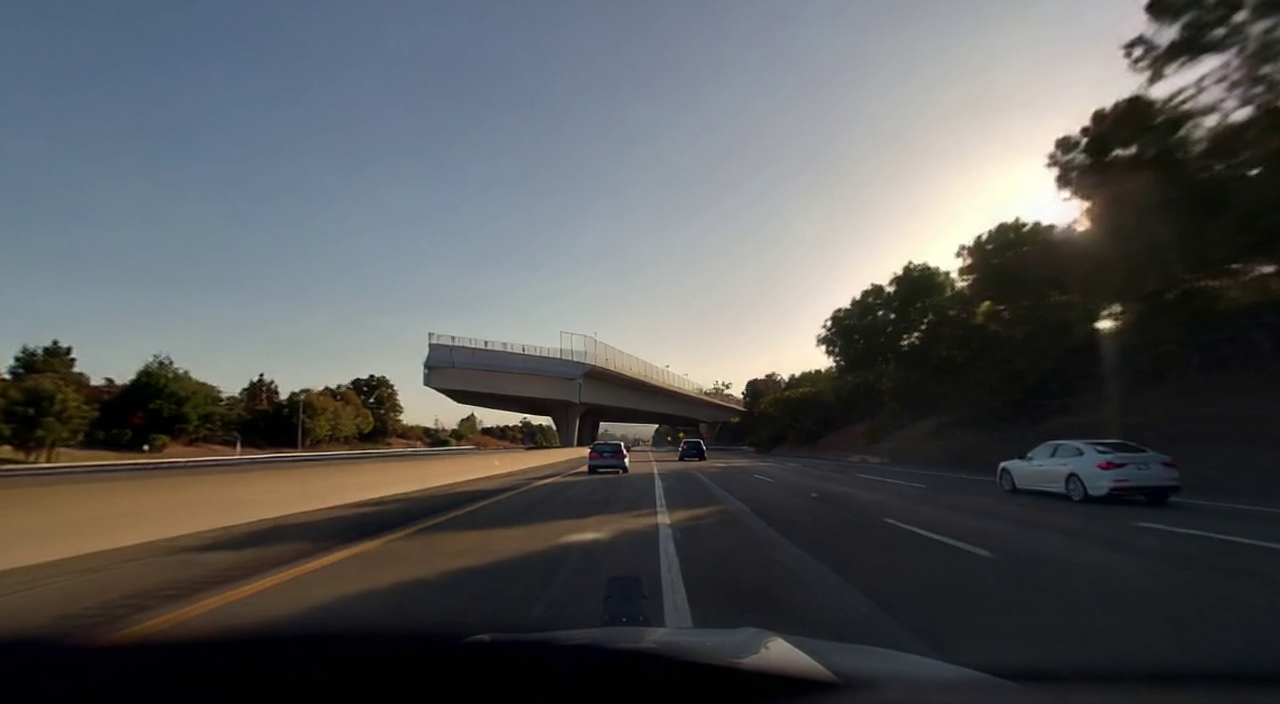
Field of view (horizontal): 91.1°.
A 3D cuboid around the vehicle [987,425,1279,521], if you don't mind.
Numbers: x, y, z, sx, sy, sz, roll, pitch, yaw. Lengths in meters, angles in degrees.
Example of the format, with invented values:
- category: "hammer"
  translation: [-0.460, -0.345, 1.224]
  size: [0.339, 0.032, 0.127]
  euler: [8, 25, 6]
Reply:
- category: "vehicle"
  translation: [9.226, 2.274, 12.452]
  size: [1.870, 1.493, 5.015]
  euler: [0, -8, 1]

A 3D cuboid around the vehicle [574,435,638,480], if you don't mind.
- category: "vehicle"
  translation: [-1.185, 3.982, 23.976]
  size: [2.050, 1.546, 4.344]
  euler: [-1, -8, 2]

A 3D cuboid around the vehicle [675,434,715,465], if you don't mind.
- category: "vehicle"
  translation: [3.194, 5.807, 37.523]
  size: [2.063, 1.698, 4.355]
  euler: [0, -8, 1]
